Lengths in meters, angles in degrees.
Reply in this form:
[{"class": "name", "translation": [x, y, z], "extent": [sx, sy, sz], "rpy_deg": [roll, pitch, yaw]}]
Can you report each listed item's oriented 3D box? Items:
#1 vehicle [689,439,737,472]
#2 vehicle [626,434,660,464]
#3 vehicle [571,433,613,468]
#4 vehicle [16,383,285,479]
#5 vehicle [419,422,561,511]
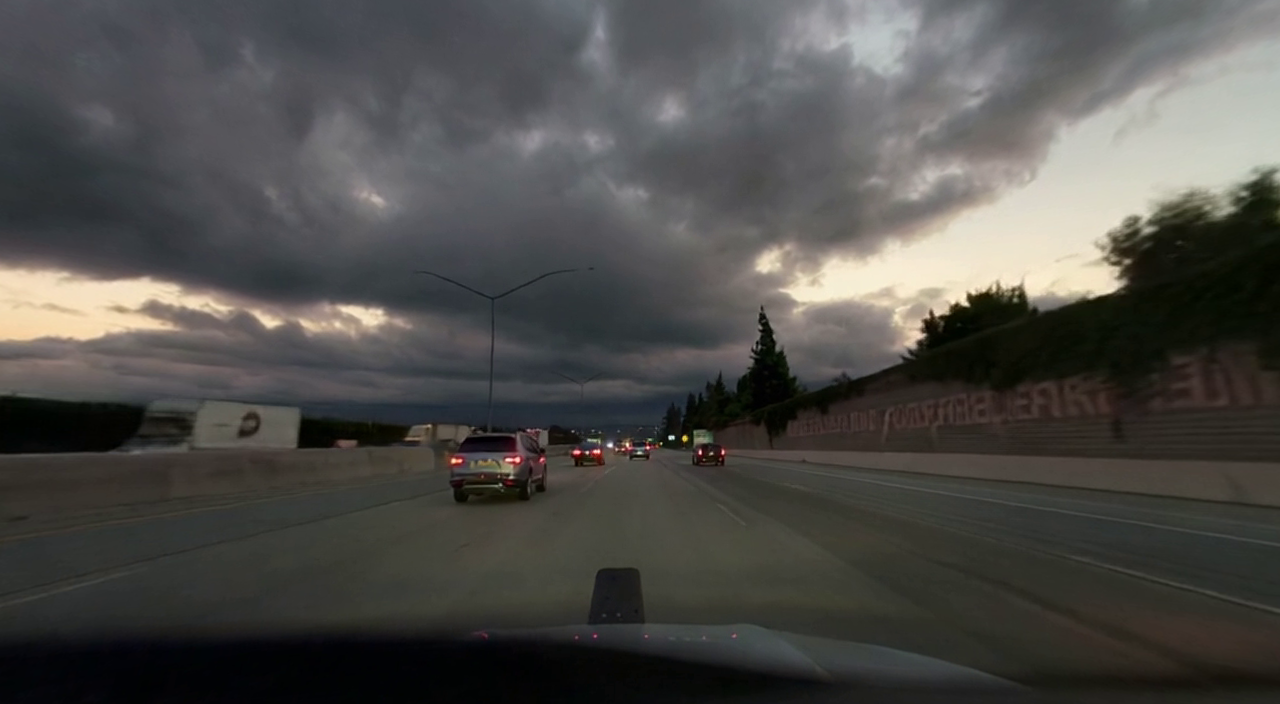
[{"class": "vehicle", "translation": [4.126, 5.979, 36.487], "extent": [2.224, 1.752, 4.487], "rpy_deg": [0, -9, 0]}, {"class": "vehicle", "translation": [0.227, 7.553, 49.001], "extent": [2.485, 2.215, 5.199], "rpy_deg": [0, -9, 0]}, {"class": "vehicle", "translation": [-3.129, 6.569, 42.103], "extent": [2.378, 2.214, 4.352], "rpy_deg": [0, -9, 0]}, {"class": "vehicle", "translation": [-24.418, 4.362, 33.388], "extent": [2.760, 3.977, 14.236], "rpy_deg": [0, -9, 0]}, {"class": "vehicle", "translation": [-3.478, 2.797, 15.907], "extent": [2.184, 1.819, 5.441], "rpy_deg": [0, -9, 1]}]
